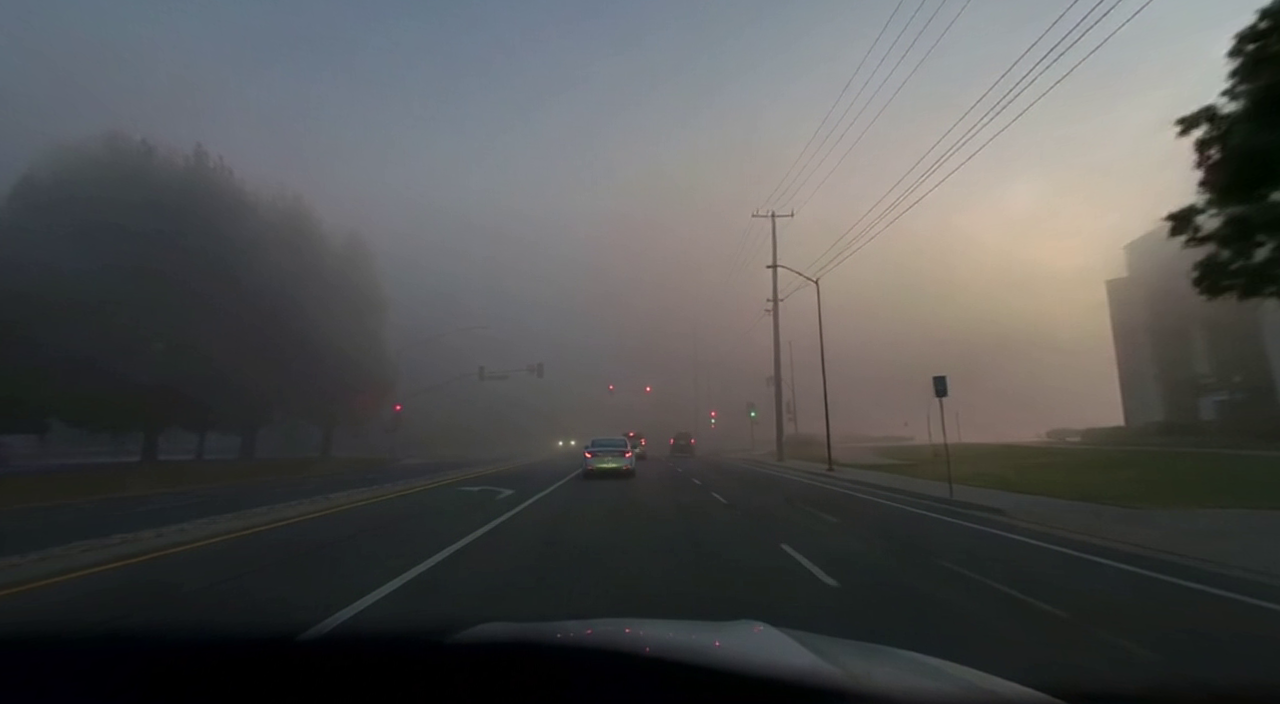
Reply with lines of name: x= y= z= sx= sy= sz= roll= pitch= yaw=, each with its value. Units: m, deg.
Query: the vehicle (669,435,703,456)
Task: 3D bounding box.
vehicle: x=3.331 y=6.865 z=46.321 sx=1.945 sy=1.470 sz=4.363 roll=0 pitch=-8 yaw=-2

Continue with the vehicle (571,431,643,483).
vehicle: x=-0.960 y=3.314 z=20.232 sx=2.075 sy=1.470 sz=3.962 roll=0 pitch=-8 yaw=0
